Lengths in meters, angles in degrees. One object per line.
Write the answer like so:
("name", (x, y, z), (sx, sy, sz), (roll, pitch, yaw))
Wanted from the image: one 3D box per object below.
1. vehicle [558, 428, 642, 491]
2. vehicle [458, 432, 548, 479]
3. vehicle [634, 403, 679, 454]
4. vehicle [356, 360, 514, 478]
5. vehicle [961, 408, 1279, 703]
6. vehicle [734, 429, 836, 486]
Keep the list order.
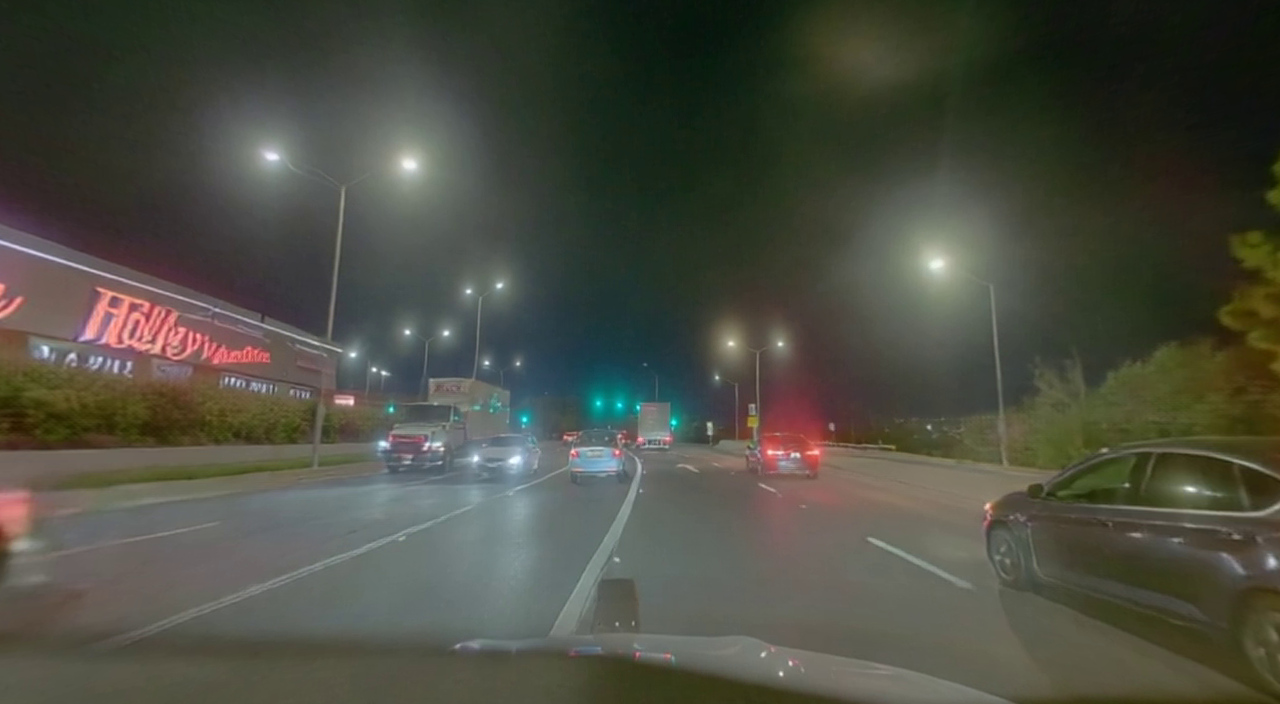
("vehicle", (-0.986, 2.801, 16.787), (1.991, 1.472, 3.518), (0, -8, -1))
("vehicle", (-4.499, 3.458, 21.423), (1.964, 1.428, 4.481), (0, -8, 1))
("vehicle", (1.096, 5.674, 46.350), (2.917, 3.482, 6.946), (0, -8, -2))
("vehicle", (-7.703, 2.859, 25.683), (2.986, 3.821, 10.059), (0, -8, 0))
("vehicle", (3.863, 1.034, 3.221), (2.081, 1.434, 4.833), (0, -8, 3))
("vehicle", (4.095, 3.022, 18.480), (1.889, 1.480, 3.876), (1, -8, -3))
